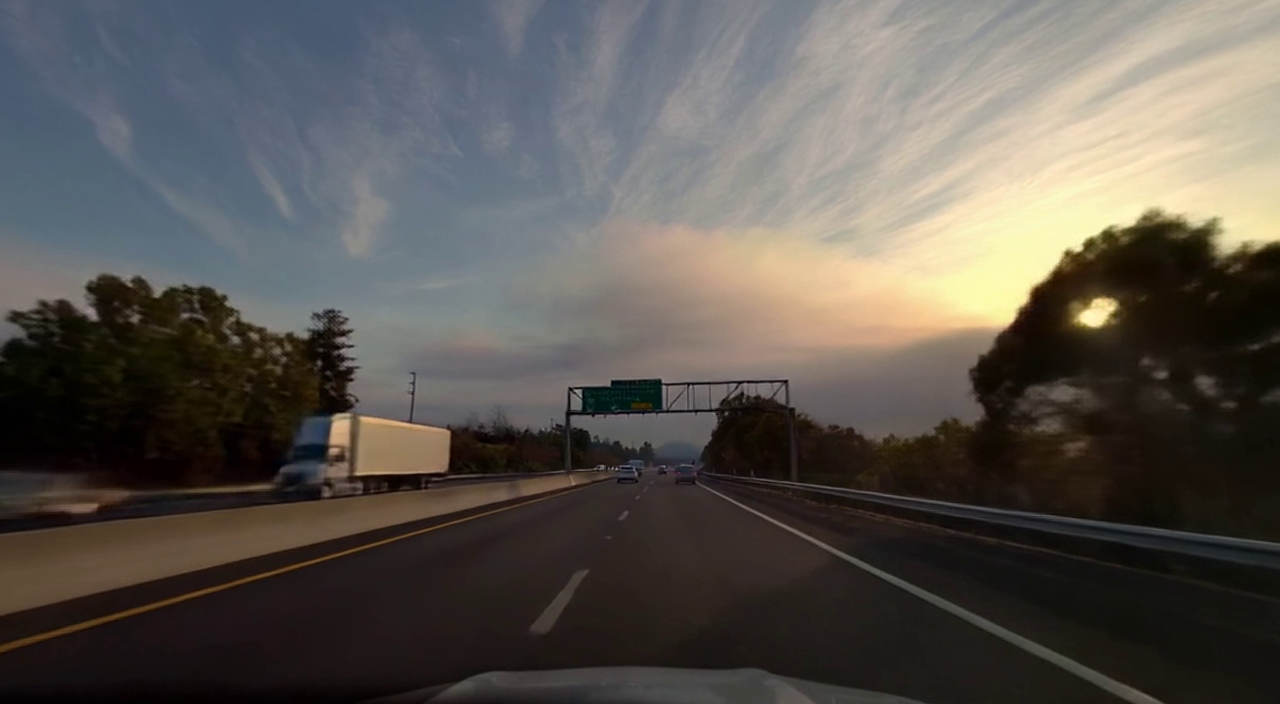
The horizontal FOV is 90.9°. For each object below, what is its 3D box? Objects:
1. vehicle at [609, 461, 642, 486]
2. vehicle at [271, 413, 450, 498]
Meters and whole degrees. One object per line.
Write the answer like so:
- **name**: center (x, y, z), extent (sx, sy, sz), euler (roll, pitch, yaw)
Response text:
- **vehicle**: center (-1.023, 9.225, 47.845), extent (2.160, 1.721, 4.368), euler (0, -10, 3)
- **vehicle**: center (-15.177, 6.162, 36.679), extent (2.896, 3.861, 14.932), euler (0, -11, 3)
